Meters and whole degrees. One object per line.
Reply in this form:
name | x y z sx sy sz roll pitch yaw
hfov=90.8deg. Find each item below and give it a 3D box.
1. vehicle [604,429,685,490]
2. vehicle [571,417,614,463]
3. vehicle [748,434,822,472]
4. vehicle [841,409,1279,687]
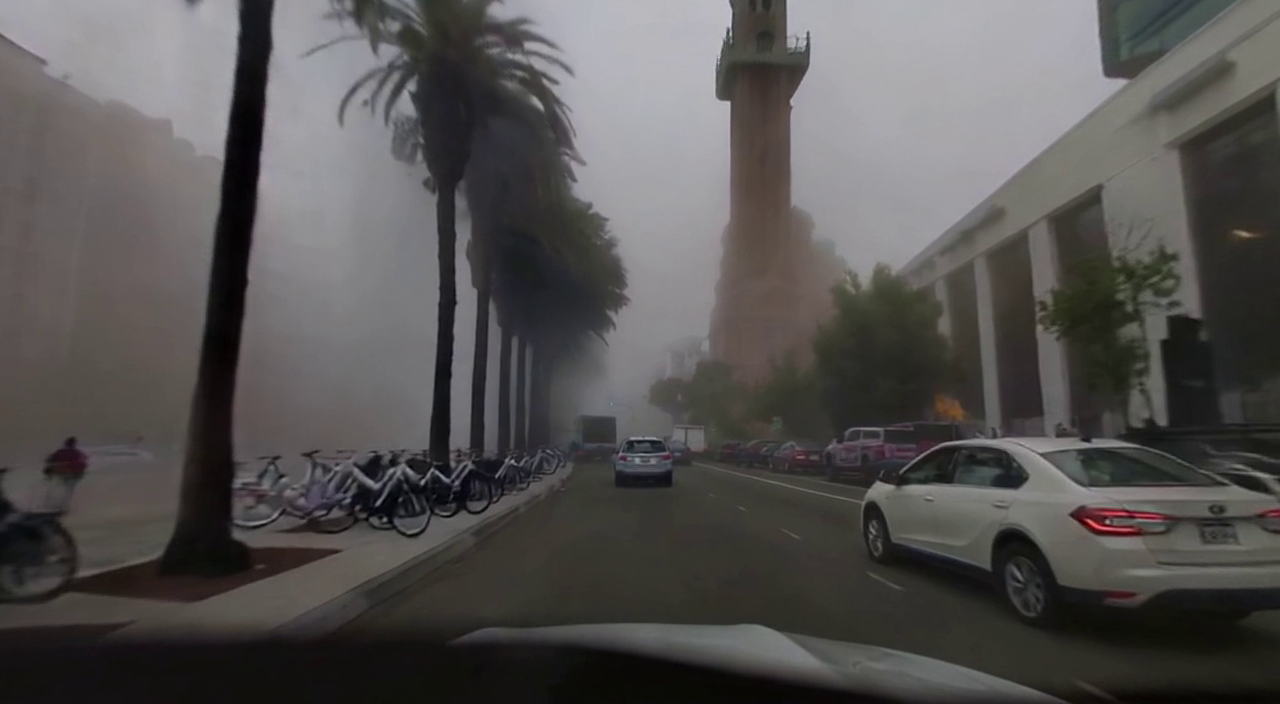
vehicle | 0.008 3.182 18.887 2.111 1.605 3.832 0 -9 -4
vehicle | -3.327 5.991 42.794 2.400 2.872 6.053 1 -9 -9
vehicle | 6.903 4.889 30.690 2.067 1.641 4.569 1 -9 -7
vehicle | 3.819 1.426 5.904 2.116 1.500 4.702 0 -9 -3
